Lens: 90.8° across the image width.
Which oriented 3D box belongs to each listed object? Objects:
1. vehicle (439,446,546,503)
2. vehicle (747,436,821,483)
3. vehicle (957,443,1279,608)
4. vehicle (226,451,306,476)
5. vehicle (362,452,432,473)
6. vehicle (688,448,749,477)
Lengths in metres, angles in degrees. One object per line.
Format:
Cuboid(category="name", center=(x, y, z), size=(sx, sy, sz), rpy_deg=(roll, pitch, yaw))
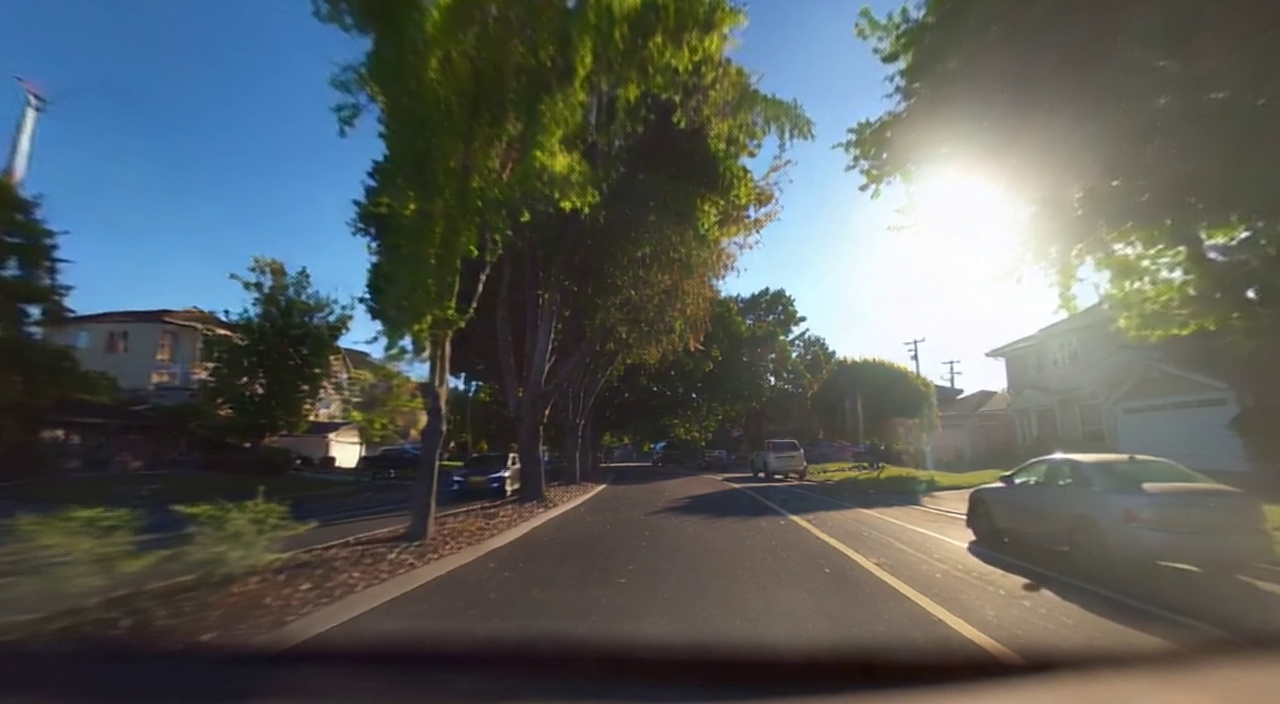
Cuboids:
Cuboid(category="vehicle", center=(-4.414, 3.717, 19.658), size=(2.058, 1.551, 4.247), rpy_deg=(-1, -8, 4))
Cuboid(category="vehicle", center=(6.996, 5.272, 31.352), size=(2.305, 2.111, 4.965), rpy_deg=(0, -8, -2))
Cuboid(category="vehicle", center=(6.133, 1.967, 8.198), size=(2.080, 1.543, 4.294), rpy_deg=(-1, -8, 5))
Cuboid(category="vehicle", center=(-24.765, 7.375, 41.950), size=(3.977, 1.501, 2.143), rpy_deg=(0, -8, -4))
Cuboid(category="vehicle", center=(-18.148, 8.269, 47.318), size=(4.502, 1.511, 1.939), rpy_deg=(1, -9, -10))
Cuboid(category="vehicle", center=(5.052, 7.191, 41.378), size=(2.713, 1.671, 4.939), rpy_deg=(1, -8, -9))
